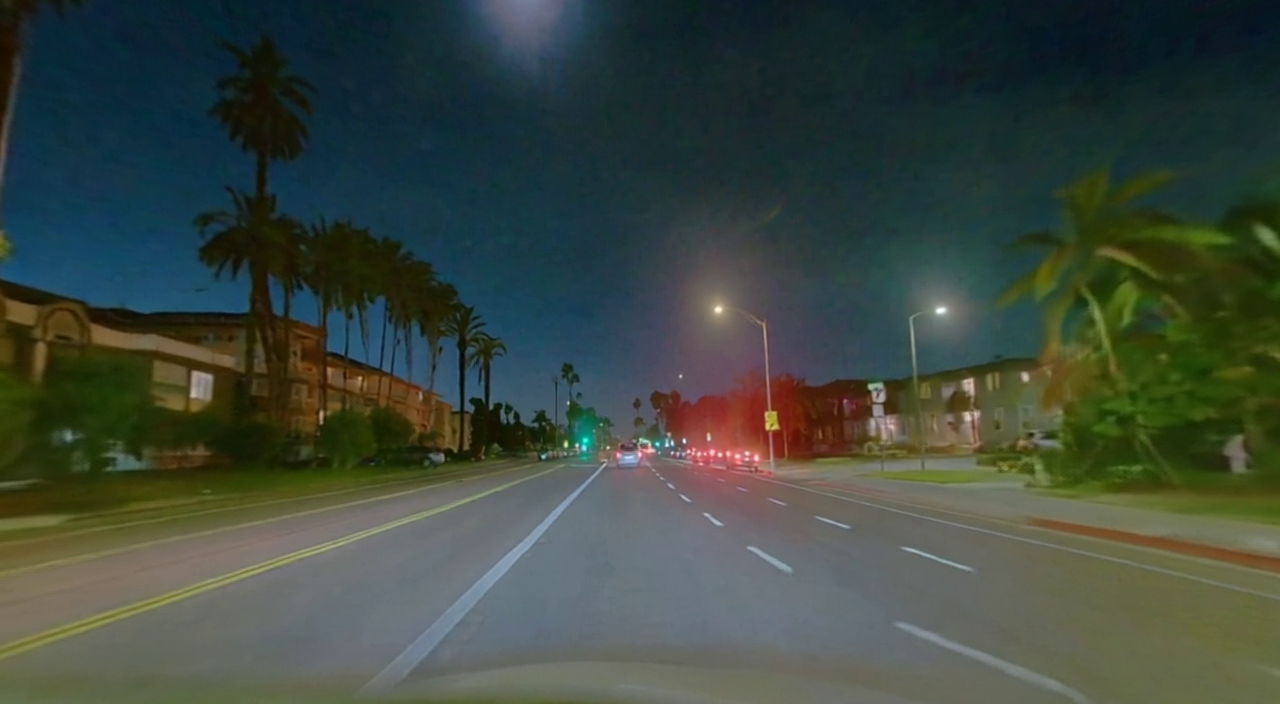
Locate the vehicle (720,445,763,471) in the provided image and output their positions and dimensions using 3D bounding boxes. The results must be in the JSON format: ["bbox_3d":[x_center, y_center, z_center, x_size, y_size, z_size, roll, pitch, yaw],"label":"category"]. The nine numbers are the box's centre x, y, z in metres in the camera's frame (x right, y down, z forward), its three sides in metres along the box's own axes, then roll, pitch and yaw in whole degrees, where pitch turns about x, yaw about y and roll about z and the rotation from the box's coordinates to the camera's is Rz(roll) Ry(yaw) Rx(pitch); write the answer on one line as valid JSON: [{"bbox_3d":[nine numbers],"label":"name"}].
[{"bbox_3d":[6.237,6.569,39.336,1.947,1.505,4.759,0,-8,0],"label":"vehicle"}]

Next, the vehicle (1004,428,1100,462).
[{"bbox_3d":[24.090,5.510,37.229,2.135,1.787,4.888,0,-9,-3],"label":"vehicle"}]

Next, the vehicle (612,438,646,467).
[{"bbox_3d":[-0.844,7.005,44.260,2.248,1.833,4.798,0,-8,-2],"label":"vehicle"}]
